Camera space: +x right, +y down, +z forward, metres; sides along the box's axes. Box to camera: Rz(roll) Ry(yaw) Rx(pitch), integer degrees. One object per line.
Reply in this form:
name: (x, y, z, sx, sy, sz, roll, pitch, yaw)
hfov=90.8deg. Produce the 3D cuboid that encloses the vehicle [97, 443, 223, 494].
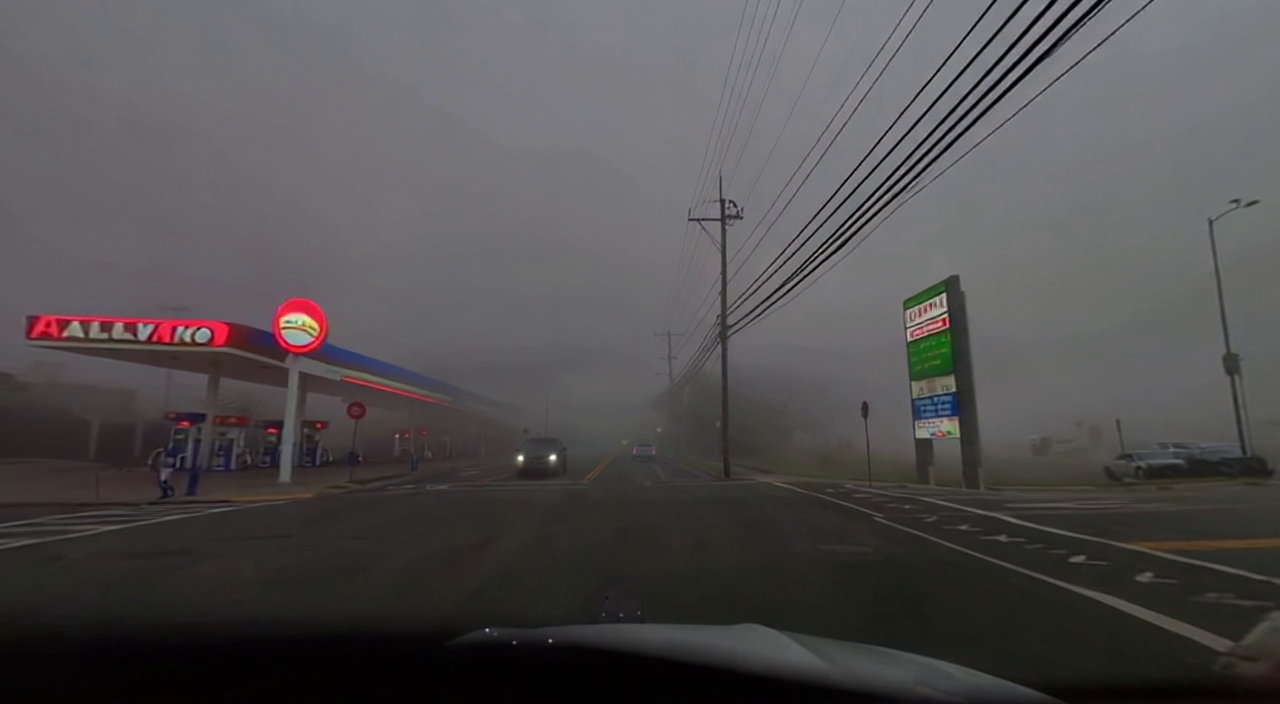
vehicle: (-15.878, 3.747, 20.794, 5.116, 1.487, 1.928, -7, -10, 37)

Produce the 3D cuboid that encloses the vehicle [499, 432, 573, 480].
vehicle: (-4.331, 4.420, 27.159, 2.274, 1.844, 4.843, 0, -8, 1)

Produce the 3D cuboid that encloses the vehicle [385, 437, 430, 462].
vehicle: (-17.281, 7.252, 47.186, 1.890, 1.761, 4.578, 0, -8, -3)

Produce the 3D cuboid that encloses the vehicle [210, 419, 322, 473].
vehicle: (-17.545, 4.437, 30.002, 2.499, 2.309, 4.613, 0, -8, -1)

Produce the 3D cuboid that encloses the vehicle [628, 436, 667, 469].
vehicle: (0.340, 5.376, 34.094, 2.000, 1.663, 4.271, 0, -8, -1)
